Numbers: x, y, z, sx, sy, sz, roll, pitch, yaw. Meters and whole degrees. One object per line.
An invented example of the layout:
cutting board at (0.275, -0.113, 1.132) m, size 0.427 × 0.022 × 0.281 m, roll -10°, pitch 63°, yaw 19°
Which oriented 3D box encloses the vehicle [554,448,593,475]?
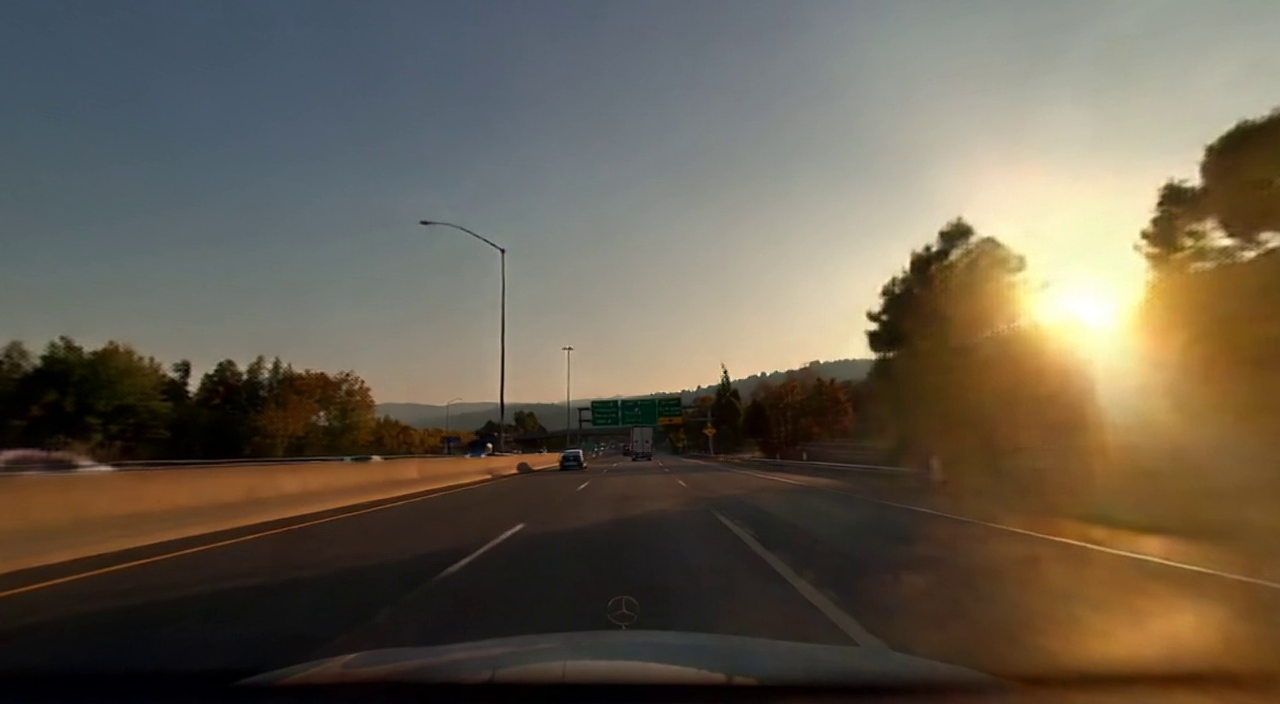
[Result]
vehicle at (-3.868, 6.464, 37.435) m, size 1.886 × 1.465 × 4.119 m, roll 0°, pitch -9°, yaw 0°

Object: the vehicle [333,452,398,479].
vehicle at (-16.803, 6.950, 38.826) m, size 1.938 × 1.530 × 4.463 m, roll 0°, pitch -9°, yaw 1°
